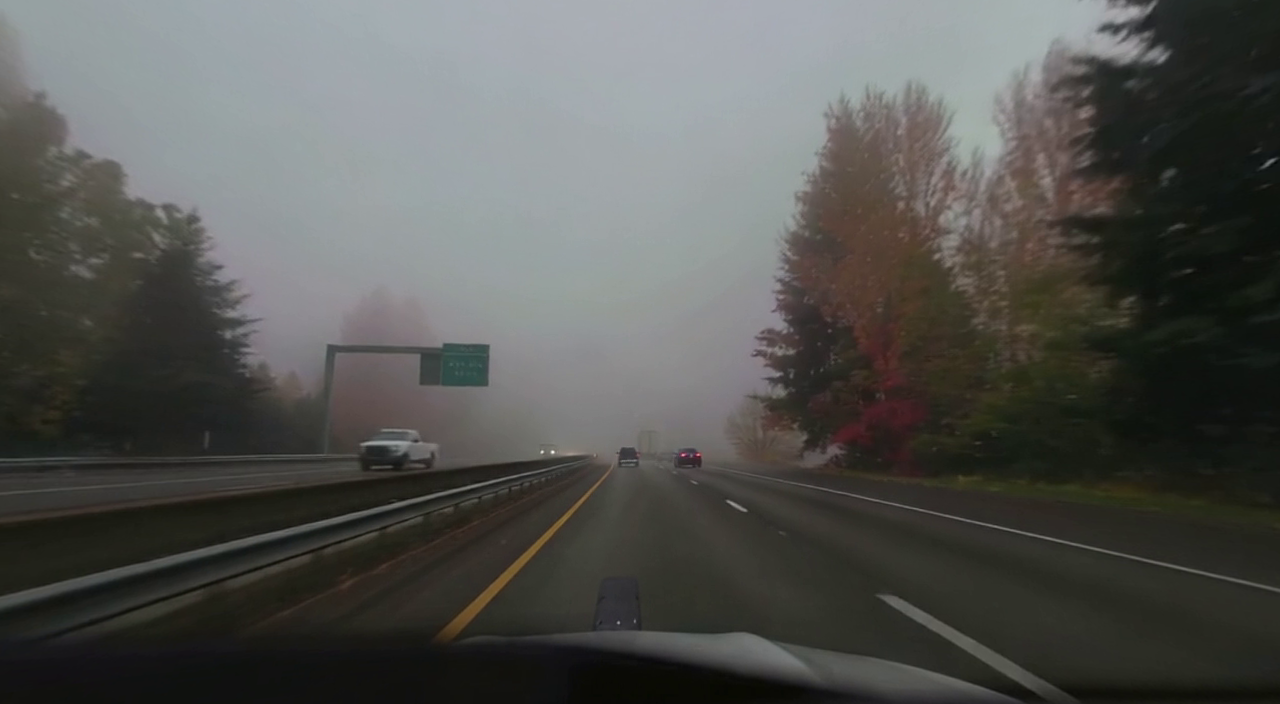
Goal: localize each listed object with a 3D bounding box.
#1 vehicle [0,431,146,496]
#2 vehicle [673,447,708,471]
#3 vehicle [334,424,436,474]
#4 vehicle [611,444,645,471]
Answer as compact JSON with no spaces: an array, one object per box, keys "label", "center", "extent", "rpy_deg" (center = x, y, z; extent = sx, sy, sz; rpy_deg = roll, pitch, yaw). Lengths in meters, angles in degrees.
[{"label":"vehicle","center":[-44.594,8.065,45.693],"extent":[2.912,4.269,18.209],"rpy_deg":[0,-9,-2]},{"label":"vehicle","center":[3.373,7.208,42.516],"extent":[1.968,1.513,3.911],"rpy_deg":[0,-9,-2]},{"label":"vehicle","center":[-8.884,3.435,22.252],"extent":[1.922,1.561,4.160],"rpy_deg":[0,-9,-1]},{"label":"vehicle","center":[-0.788,7.003,41.922],"extent":[2.151,1.693,4.201],"rpy_deg":[0,-9,-1]}]
